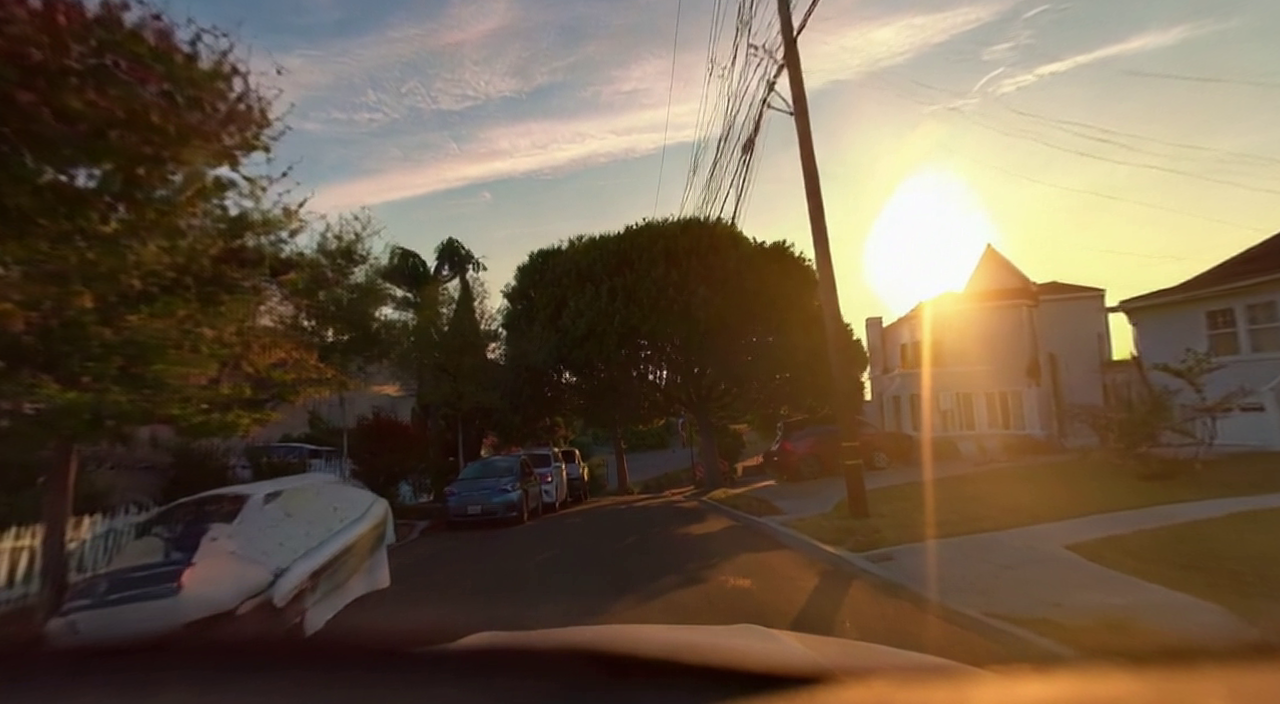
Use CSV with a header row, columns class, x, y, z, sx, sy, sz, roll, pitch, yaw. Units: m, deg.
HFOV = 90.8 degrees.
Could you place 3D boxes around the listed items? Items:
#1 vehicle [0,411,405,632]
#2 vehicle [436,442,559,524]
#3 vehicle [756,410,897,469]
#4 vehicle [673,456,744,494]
class,x,y,z,sx,sy,sz,roll,pitch,yaw
vehicle,-4.995,1.518,5.972,4.537,1.595,2.471,1,-13,-2
vehicle,-3.113,2.937,14.889,2.081,1.589,4.691,0,-8,-3
vehicle,6.374,3.022,21.951,4.249,1.905,1.904,0,-8,-3
vehicle,3.122,5.586,29.008,3.005,1.535,4.025,-1,-8,6
